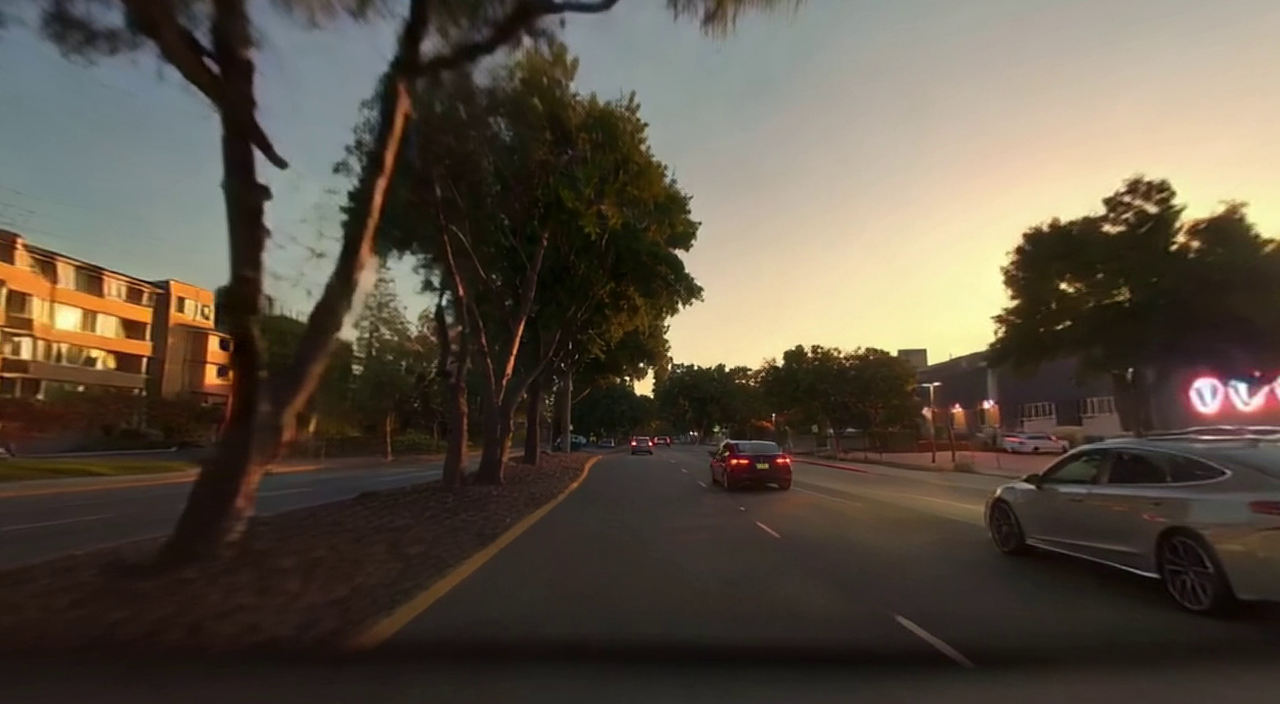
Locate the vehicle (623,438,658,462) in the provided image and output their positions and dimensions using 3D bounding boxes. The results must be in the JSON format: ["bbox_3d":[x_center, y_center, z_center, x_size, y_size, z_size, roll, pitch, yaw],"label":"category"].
[{"bbox_3d":[-0.021,6.196,40.029,2.095,1.456,3.873,0,-8,-1],"label":"vehicle"}]

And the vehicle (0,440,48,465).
[{"bbox_3d":[-37.931,5.983,37.544,3.747,1.422,1.643,1,-9,-1],"label":"vehicle"}]

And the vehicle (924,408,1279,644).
[{"bbox_3d":[5.011,1.415,6.081,2.098,1.507,4.655,0,-8,-5],"label":"vehicle"}]

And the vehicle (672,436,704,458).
[{"bbox_3d":[3.697,7.392,49.046,2.041,1.611,4.426,0,-8,-1],"label":"vehicle"}]

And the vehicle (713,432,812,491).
[{"bbox_3d":[3.483,3.227,18.954,1.953,1.514,4.672,0,-8,-1],"label":"vehicle"}]
